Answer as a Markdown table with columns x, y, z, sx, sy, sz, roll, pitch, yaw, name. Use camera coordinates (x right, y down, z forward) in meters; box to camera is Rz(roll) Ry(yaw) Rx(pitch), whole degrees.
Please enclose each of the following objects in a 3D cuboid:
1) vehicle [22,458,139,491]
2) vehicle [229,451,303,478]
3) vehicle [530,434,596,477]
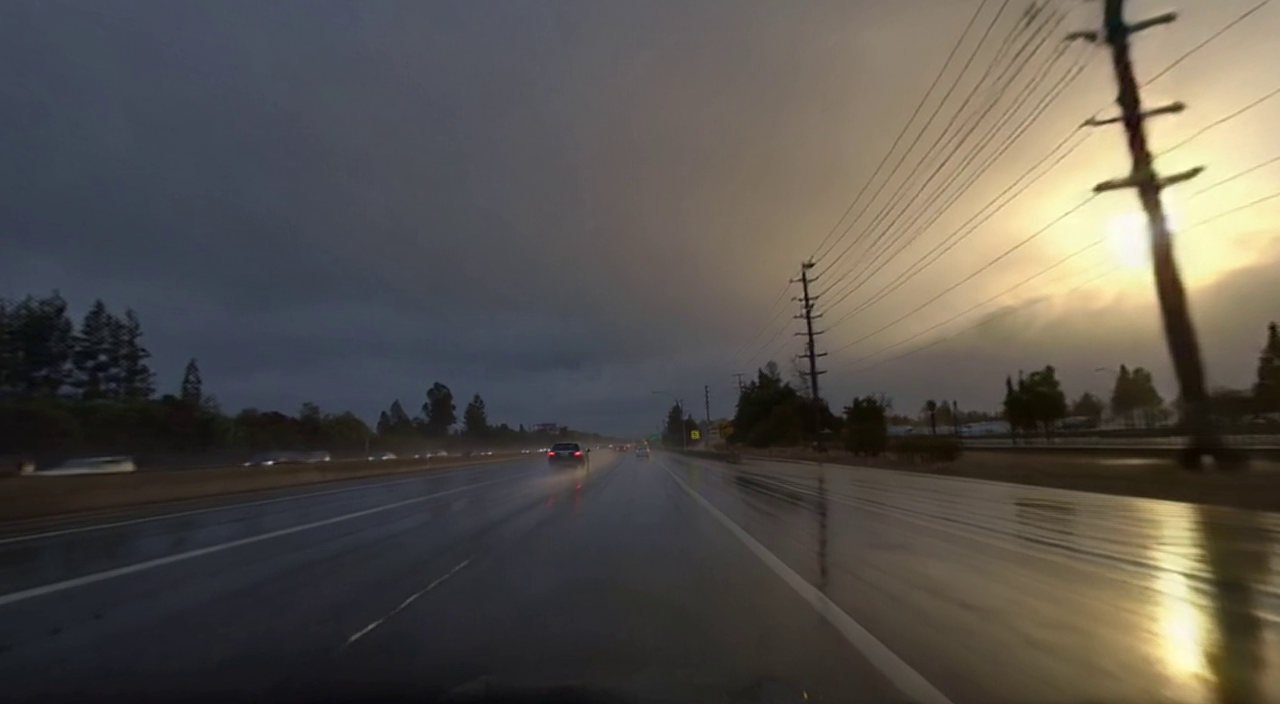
| x | y | z | sx | sy | sz | roll | pitch | yaw | name |
| --- | --- | --- | --- | --- | --- | --- | --- | --- | --- |
| -28.420 | 6.201 | 32.202 | 1.855 | 1.513 | 4.418 | 0 | -9 | 1 | vehicle |
| -24.862 | 7.484 | 42.051 | 2.004 | 1.630 | 4.643 | 0 | -9 | 1 | vehicle |
| -3.732 | 5.177 | 31.645 | 2.577 | 1.939 | 5.408 | 0 | -9 | 1 | vehicle |
